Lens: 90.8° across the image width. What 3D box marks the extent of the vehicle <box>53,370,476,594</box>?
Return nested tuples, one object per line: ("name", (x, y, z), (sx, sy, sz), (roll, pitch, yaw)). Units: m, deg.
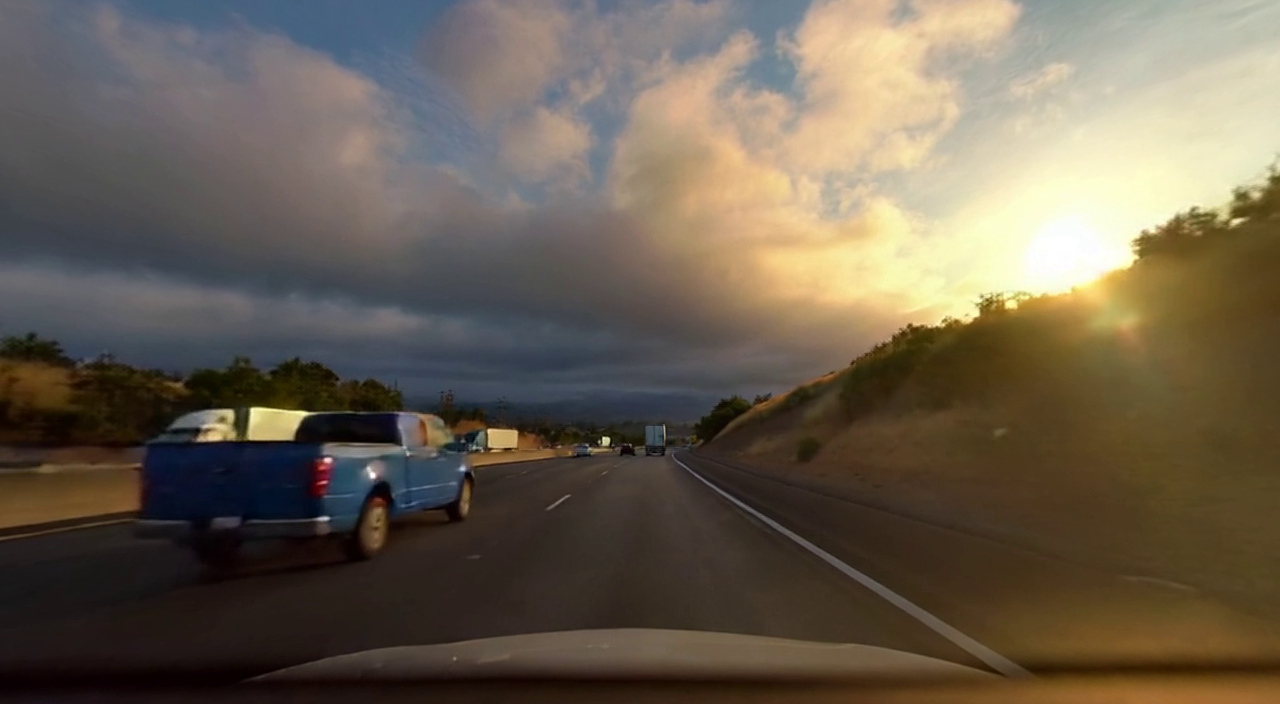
("vehicle", (-3.959, 1.526, 8.186), (2.216, 1.949, 5.237), (0, -9, 0))
